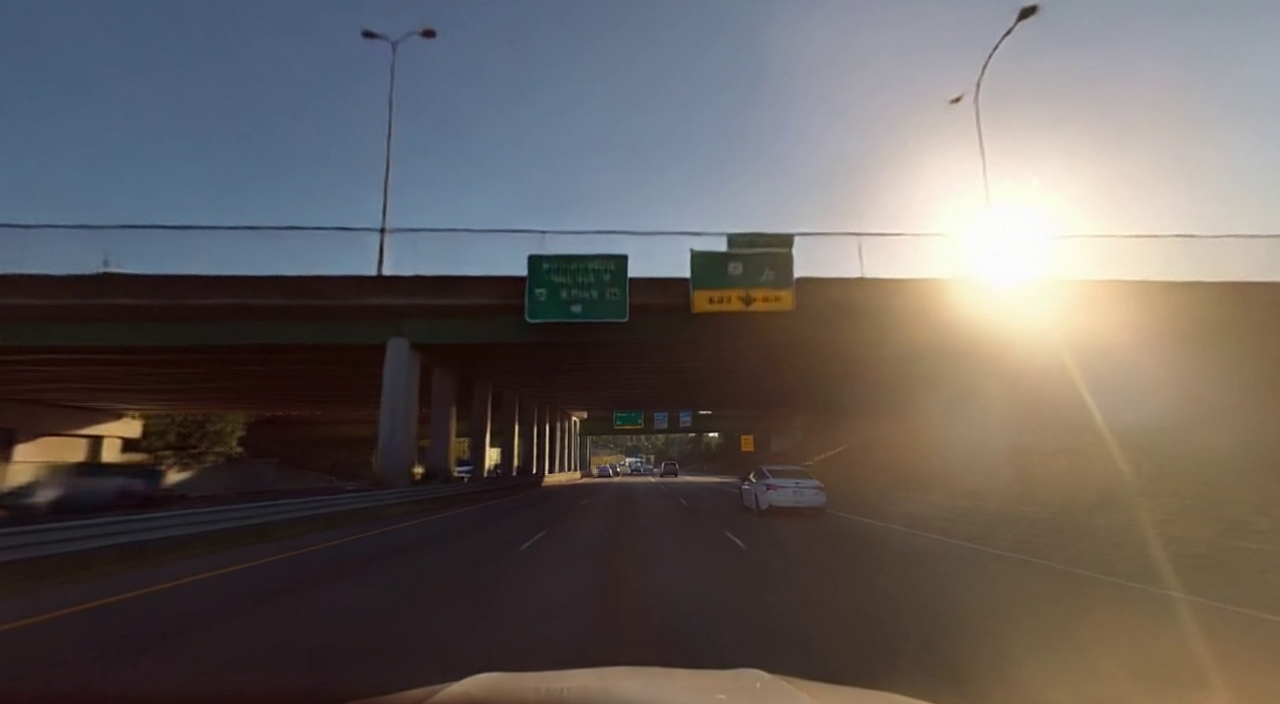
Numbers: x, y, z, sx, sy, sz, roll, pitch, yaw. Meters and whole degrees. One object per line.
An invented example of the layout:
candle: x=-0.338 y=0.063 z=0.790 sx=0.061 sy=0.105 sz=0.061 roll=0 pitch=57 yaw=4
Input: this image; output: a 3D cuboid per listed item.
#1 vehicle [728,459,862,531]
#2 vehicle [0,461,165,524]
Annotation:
vehicle: x=3.577 y=3.431 z=15.548 sx=2.051 sy=1.472 sz=4.547 roll=1 pitch=-10 yaw=-2
vehicle: x=-15.591 y=3.762 z=17.286 sx=1.904 sy=1.477 sz=4.095 roll=1 pitch=-10 yaw=0
